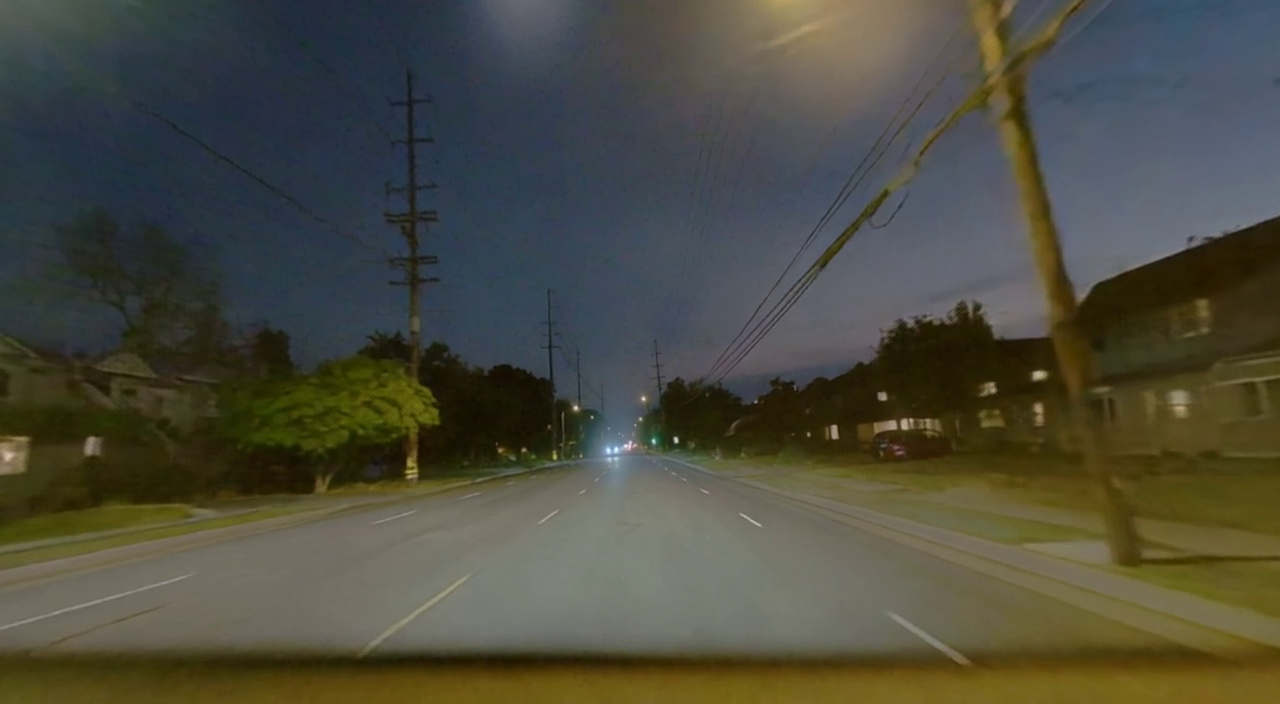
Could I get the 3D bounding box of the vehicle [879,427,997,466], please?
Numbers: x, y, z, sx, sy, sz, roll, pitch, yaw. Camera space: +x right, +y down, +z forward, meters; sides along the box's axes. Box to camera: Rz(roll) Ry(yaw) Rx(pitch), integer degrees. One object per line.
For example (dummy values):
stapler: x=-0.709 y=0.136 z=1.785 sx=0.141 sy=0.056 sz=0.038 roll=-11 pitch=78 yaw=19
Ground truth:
vehicle: x=14.037 y=4.479 z=29.862 sx=4.512 sy=1.701 sz=2.017 roll=-1 pitch=-8 yaw=-2
